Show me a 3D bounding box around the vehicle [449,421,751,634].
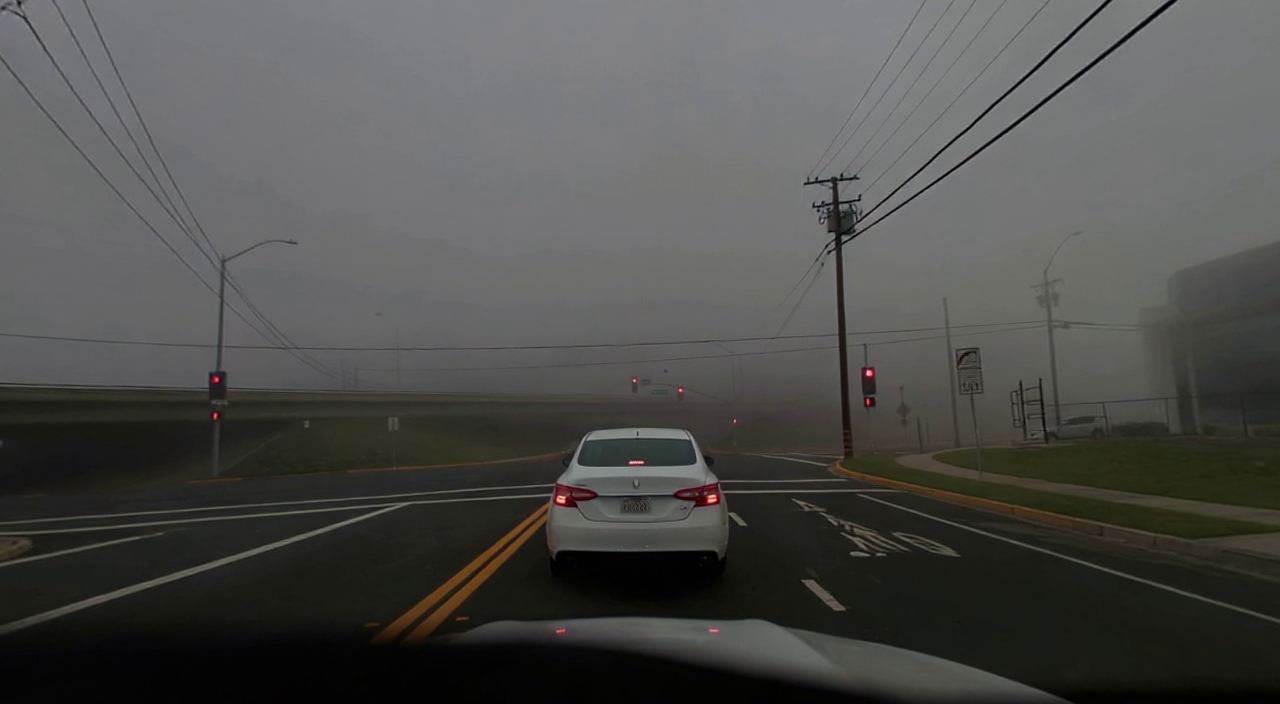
[{"bbox_3d":[-0.242,1.527,6.463,2.090,1.458,4.033,-1,-9,1],"label":"vehicle"}]
